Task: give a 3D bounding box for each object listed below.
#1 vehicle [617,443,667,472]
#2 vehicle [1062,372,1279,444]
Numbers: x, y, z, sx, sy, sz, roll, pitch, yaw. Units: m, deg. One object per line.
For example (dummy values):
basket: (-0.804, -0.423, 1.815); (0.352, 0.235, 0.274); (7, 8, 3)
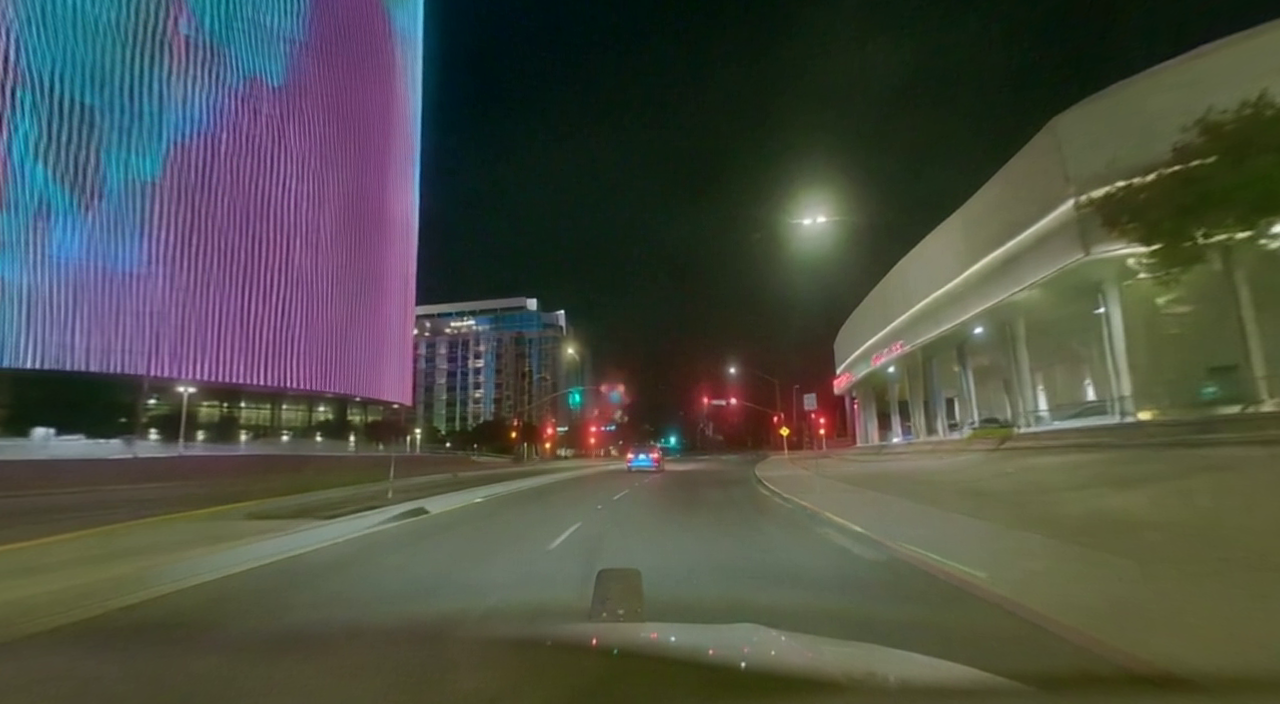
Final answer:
vehicle: (0.206, 5.742, 34.509); (1.971, 1.486, 4.380); (-2, -9, 11)
vehicle: (14.071, 1.505, 16.393); (4.586, 1.716, 1.992); (-1, -9, 3)
